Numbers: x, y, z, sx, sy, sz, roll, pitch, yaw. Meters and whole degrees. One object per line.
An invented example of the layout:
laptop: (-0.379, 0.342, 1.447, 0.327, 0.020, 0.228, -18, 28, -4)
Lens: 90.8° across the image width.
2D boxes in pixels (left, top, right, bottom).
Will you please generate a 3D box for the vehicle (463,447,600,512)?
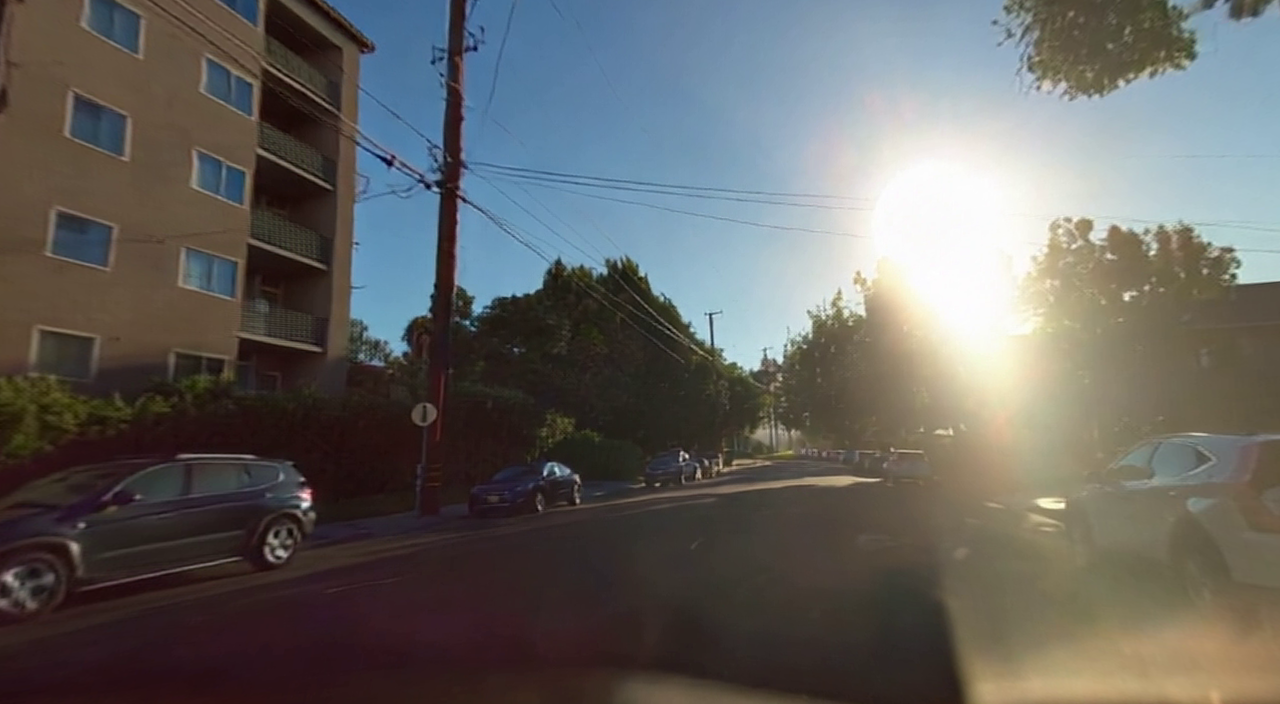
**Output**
vehicle: (-3.023, 3.796, 18.789, 2.017, 1.582, 4.664, -6, -13, 18)

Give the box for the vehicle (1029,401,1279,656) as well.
vehicle: (5.764, 1.442, 6.123, 2.180, 1.677, 4.432, -3, -9, 16)

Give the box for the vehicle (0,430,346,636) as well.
vehicle: (-6.018, 1.964, 7.455, 2.068, 1.745, 4.579, -11, -10, 14)

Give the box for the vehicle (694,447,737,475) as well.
vehicle: (5.451, 7.845, 45.143, 1.953, 1.699, 4.234, -10, -13, 18)

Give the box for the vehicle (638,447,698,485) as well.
vehicle: (1.554, 5.904, 33.126, 2.011, 1.801, 4.676, -3, -9, 17)

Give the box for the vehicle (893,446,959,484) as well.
vehicle: (12.439, 4.903, 27.707, 1.964, 1.515, 4.055, -3, -9, 16)
